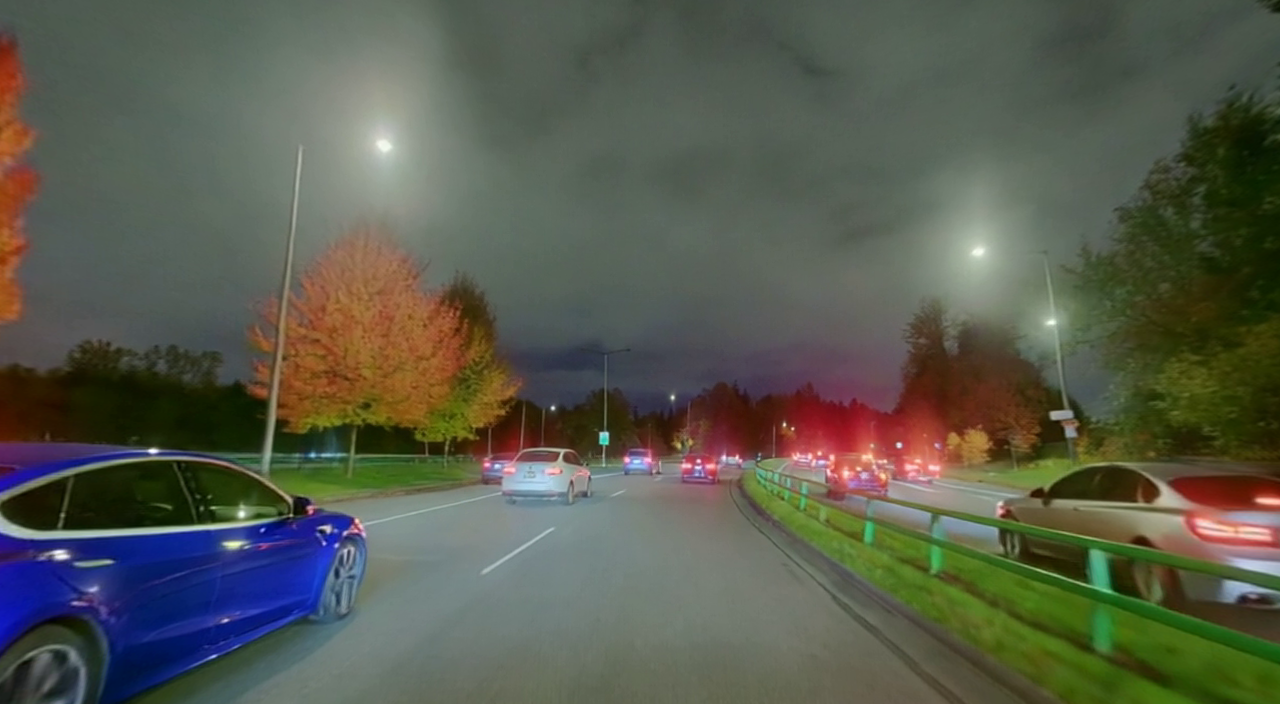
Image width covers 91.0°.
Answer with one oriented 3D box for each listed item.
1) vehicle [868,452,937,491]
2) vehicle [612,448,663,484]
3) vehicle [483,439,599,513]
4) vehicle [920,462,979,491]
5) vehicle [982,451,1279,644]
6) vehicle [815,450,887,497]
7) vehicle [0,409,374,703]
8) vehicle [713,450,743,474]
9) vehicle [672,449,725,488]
[{"bbox_3d":[13.254,6.008,32.122,2.121,1.777,4.755,-1,-9,9],"label":"vehicle"},{"bbox_3d":[-0.039,5.768,32.200,1.930,1.635,4.260,-1,-9,9],"label":"vehicle"},{"bbox_3d":[-2.431,3.201,16.822,1.979,1.663,4.513,0,-9,5],"label":"vehicle"},{"bbox_3d":[17.982,7.212,36.776,1.816,1.481,4.422,-1,-9,9],"label":"vehicle"},{"bbox_3d":[6.139,1.917,7.226,1.869,1.516,4.753,0,-9,2],"label":"vehicle"},{"bbox_3d":[8.164,4.699,24.728,1.768,1.634,4.064,0,-9,5],"label":"vehicle"},{"bbox_3d":[-3.354,1.106,3.297,1.921,1.503,4.317,0,-9,2],"label":"vehicle"},{"bbox_3d":[6.610,8.135,46.801,1.977,1.704,3.841,-1,-9,11],"label":"vehicle"},{"bbox_3d":[2.610,4.989,27.266,2.015,1.506,4.276,-1,-9,8],"label":"vehicle"}]
